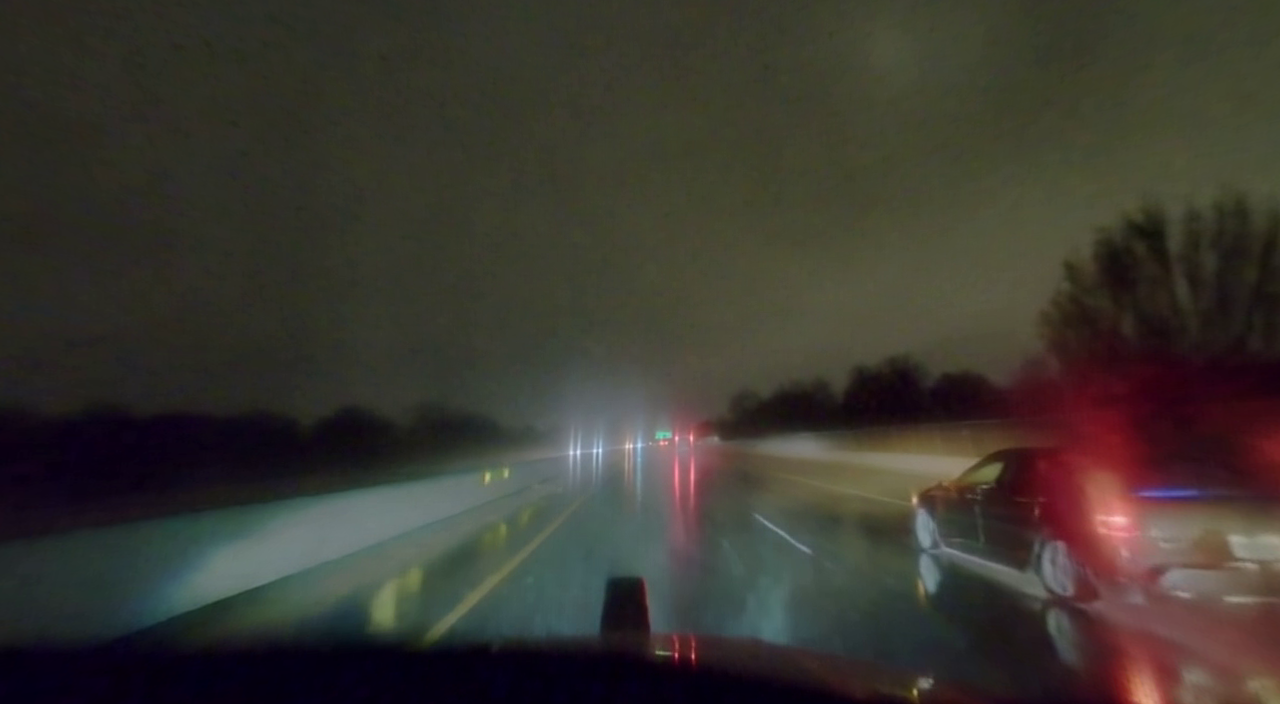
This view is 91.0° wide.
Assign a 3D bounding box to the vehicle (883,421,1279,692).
[{"bbox_3d":[3.672,1.348,5.286,1.683,1.400,3.868,0,-8,0],"label":"vehicle"}]
